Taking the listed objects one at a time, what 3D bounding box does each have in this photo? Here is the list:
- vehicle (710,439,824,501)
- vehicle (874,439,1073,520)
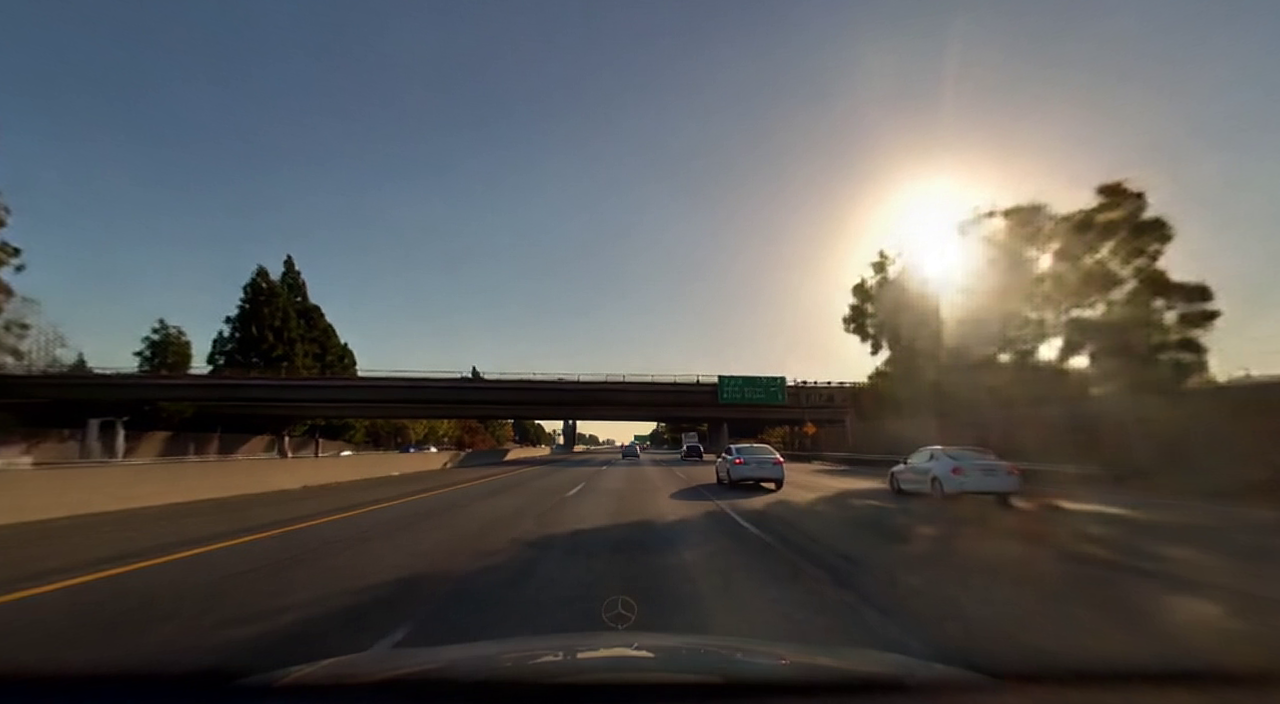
[{"bbox_3d":[3.295,3.159,17.396,2.076,1.472,4.562,0,-9,-1],"label":"vehicle"},{"bbox_3d":[7.174,2.755,14.264,1.946,1.497,4.467,0,-9,-2],"label":"vehicle"}]
